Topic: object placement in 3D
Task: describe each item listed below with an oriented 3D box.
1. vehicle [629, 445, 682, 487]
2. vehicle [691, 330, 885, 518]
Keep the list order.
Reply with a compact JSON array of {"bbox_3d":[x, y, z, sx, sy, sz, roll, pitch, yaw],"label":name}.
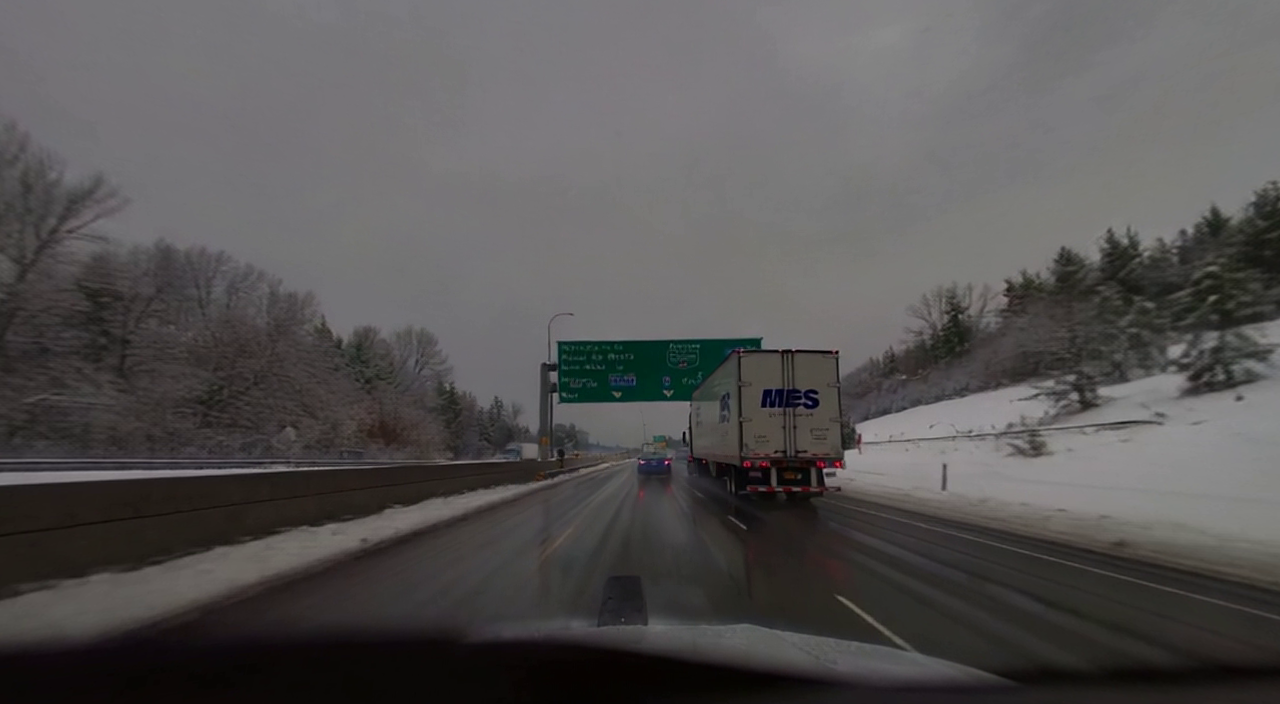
[{"bbox_3d":[0.609,4.864,27.154,2.121,1.642,3.828,0,-9,0],"label":"vehicle"},{"bbox_3d":[3.767,2.603,20.813,3.002,4.104,14.174,0,-9,0],"label":"vehicle"}]
